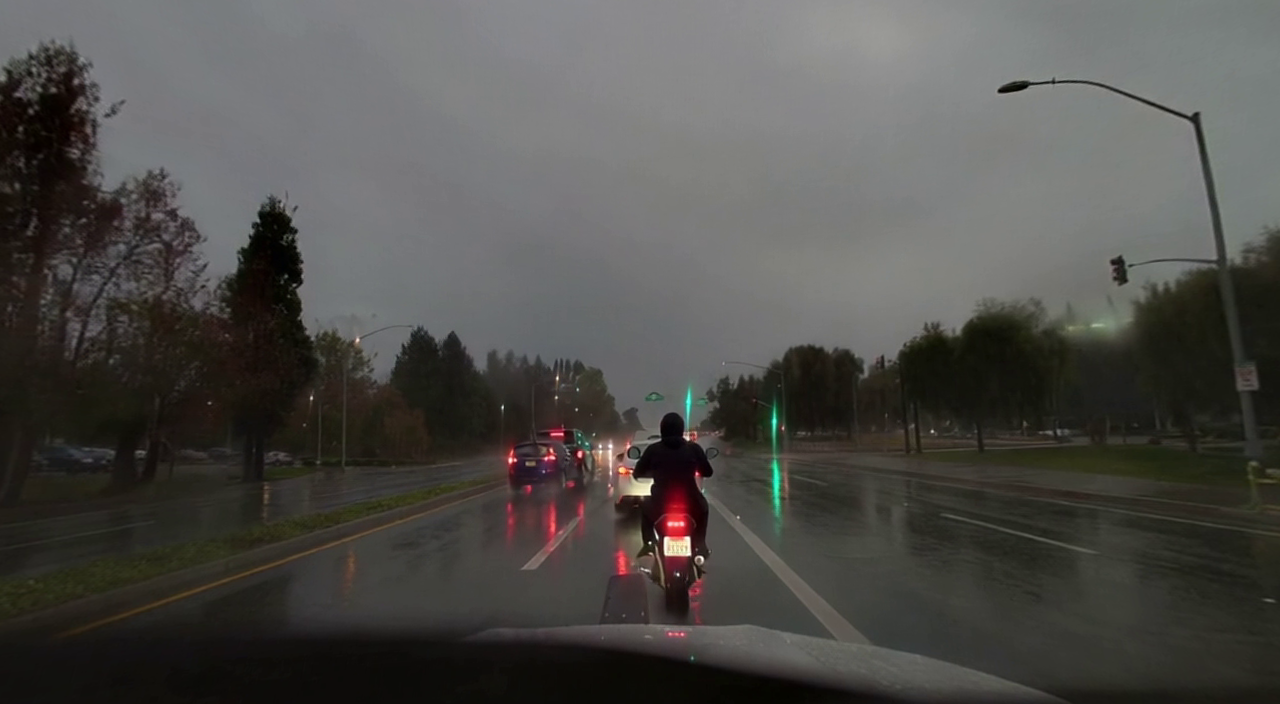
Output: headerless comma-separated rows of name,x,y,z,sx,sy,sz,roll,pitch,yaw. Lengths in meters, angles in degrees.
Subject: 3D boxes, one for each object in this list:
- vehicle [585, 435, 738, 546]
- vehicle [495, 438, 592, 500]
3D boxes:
vehicle,0.327,2.173,10.703,2.009,1.450,4.608,-1,-8,1
vehicle,-2.550,3.190,17.659,1.979,1.499,3.840,-1,-8,2
